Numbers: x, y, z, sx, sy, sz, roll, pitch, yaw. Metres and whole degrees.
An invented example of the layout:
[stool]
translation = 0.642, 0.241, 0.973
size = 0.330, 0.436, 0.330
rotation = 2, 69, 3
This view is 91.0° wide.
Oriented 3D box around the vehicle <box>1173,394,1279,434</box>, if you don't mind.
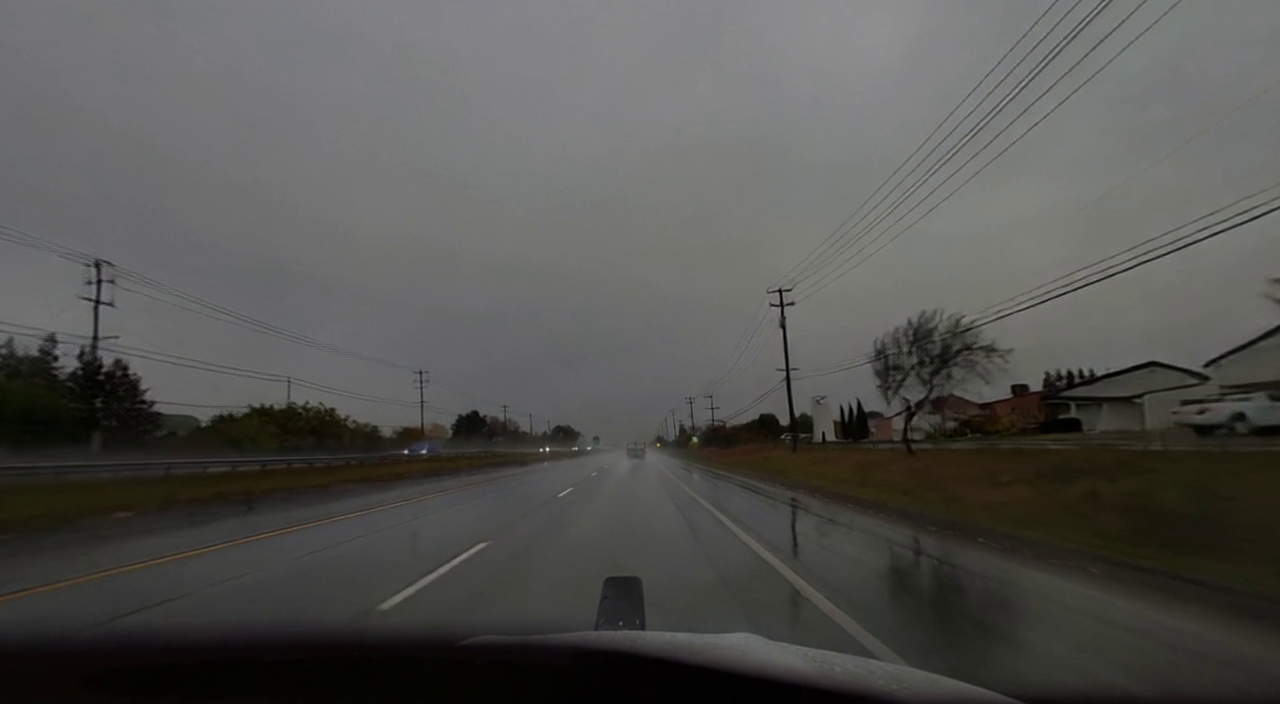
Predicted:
[vehicle]
translation = 28.126, 2.997, 29.943
size = 1.887, 1.623, 4.203
rotation = 0, -9, 2
